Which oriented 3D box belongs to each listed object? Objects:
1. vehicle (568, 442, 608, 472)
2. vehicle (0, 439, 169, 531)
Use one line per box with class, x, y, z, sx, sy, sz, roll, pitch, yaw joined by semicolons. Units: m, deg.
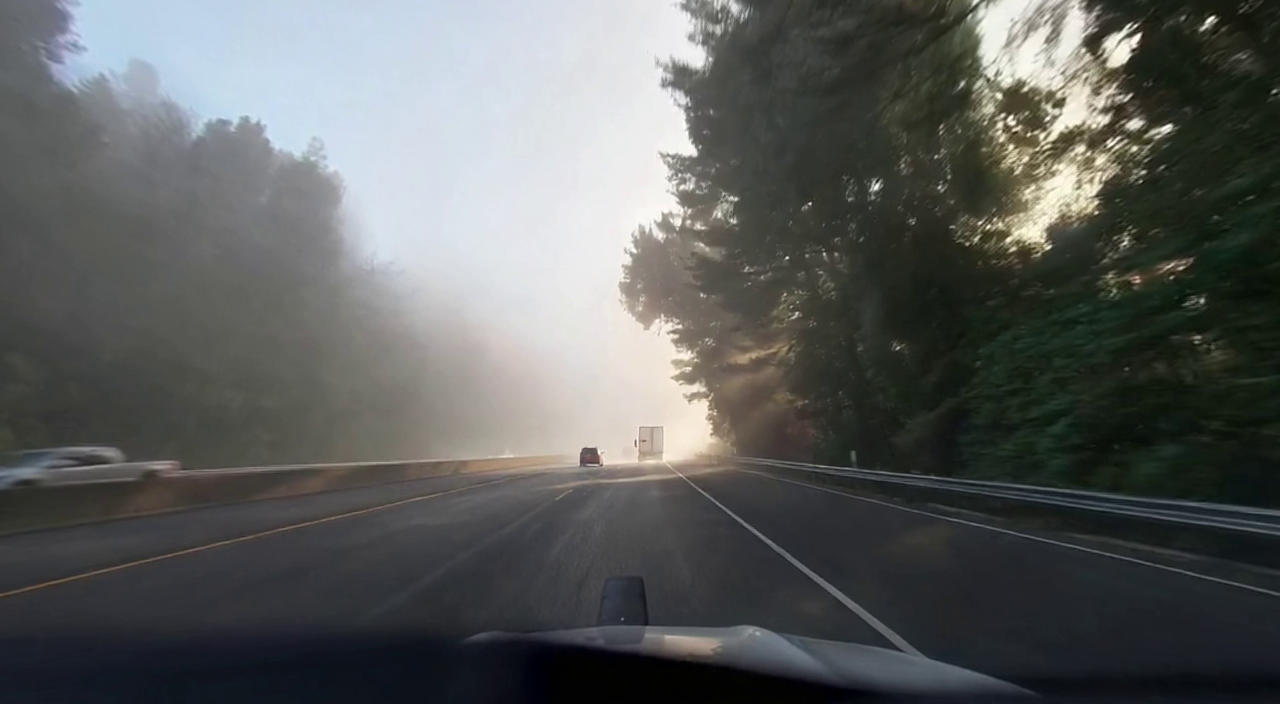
vehicle;-3.468;7.168;43.155;2.173;1.924;5.030;0;-9;1
vehicle;-12.701;2.675;13.074;2.125;1.643;4.749;0;-9;1
